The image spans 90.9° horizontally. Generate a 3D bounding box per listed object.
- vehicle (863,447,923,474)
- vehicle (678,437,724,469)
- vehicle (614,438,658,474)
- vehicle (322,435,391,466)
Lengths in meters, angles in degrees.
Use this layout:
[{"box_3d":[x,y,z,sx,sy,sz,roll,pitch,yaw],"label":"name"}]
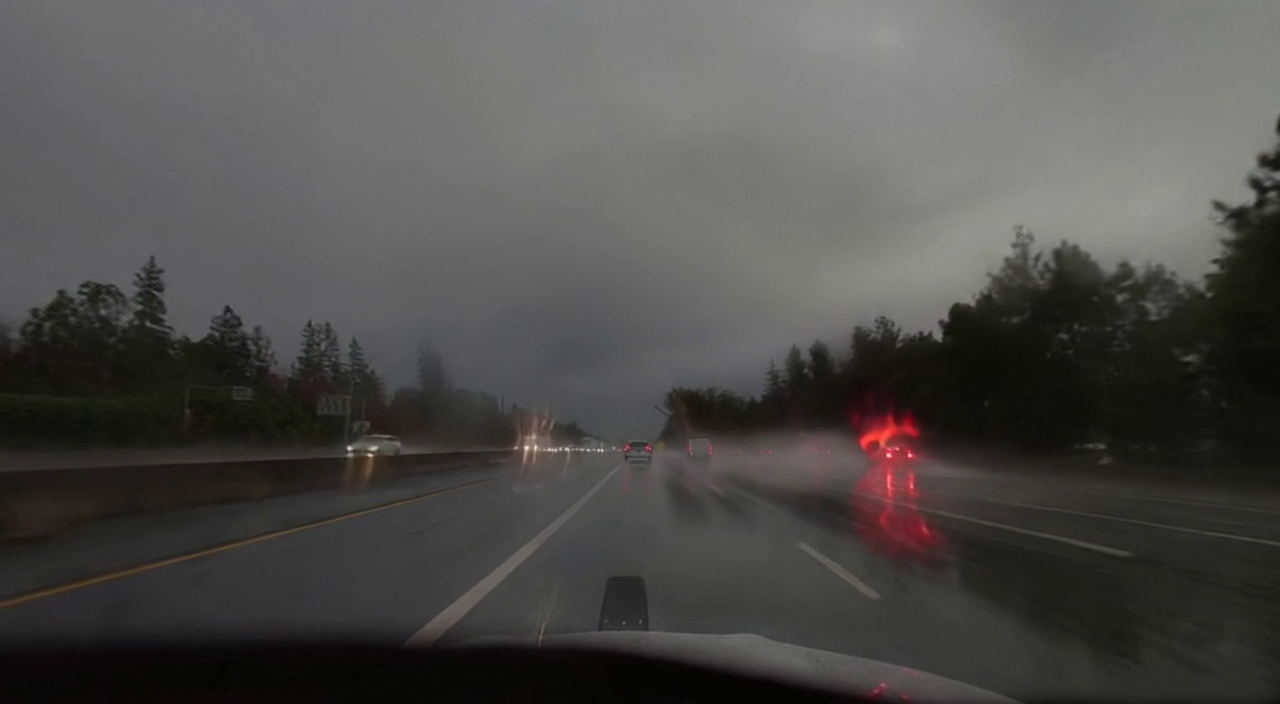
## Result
[{"box_3d":[14.996,6.415,37.634,1.872,1.459,4.502,0,-9,2],"label":"vehicle"},{"box_3d":[4.038,6.854,43.105,2.505,2.020,5.532,0,-9,-1],"label":"vehicle"},{"box_3d":[-0.182,5.369,32.707,2.105,1.711,4.293,0,-8,0],"label":"vehicle"},{"box_3d":[-17.981,6.258,40.263,2.130,1.820,4.797,0,-9,0],"label":"vehicle"}]
